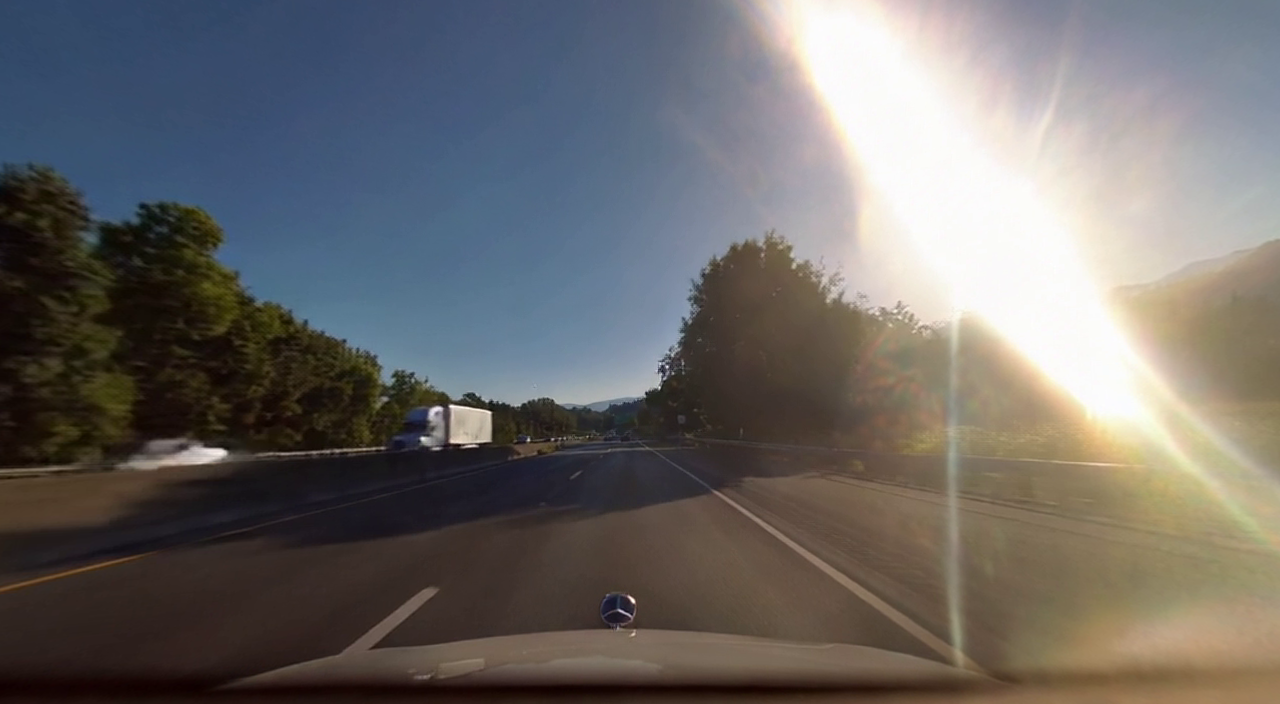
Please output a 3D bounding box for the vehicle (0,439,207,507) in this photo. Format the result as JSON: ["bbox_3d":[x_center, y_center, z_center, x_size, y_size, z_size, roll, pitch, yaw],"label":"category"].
[{"bbox_3d":[-13.191,2.920,15.796,1.811,1.453,4.079,0,-8,-1],"label":"vehicle"}]
